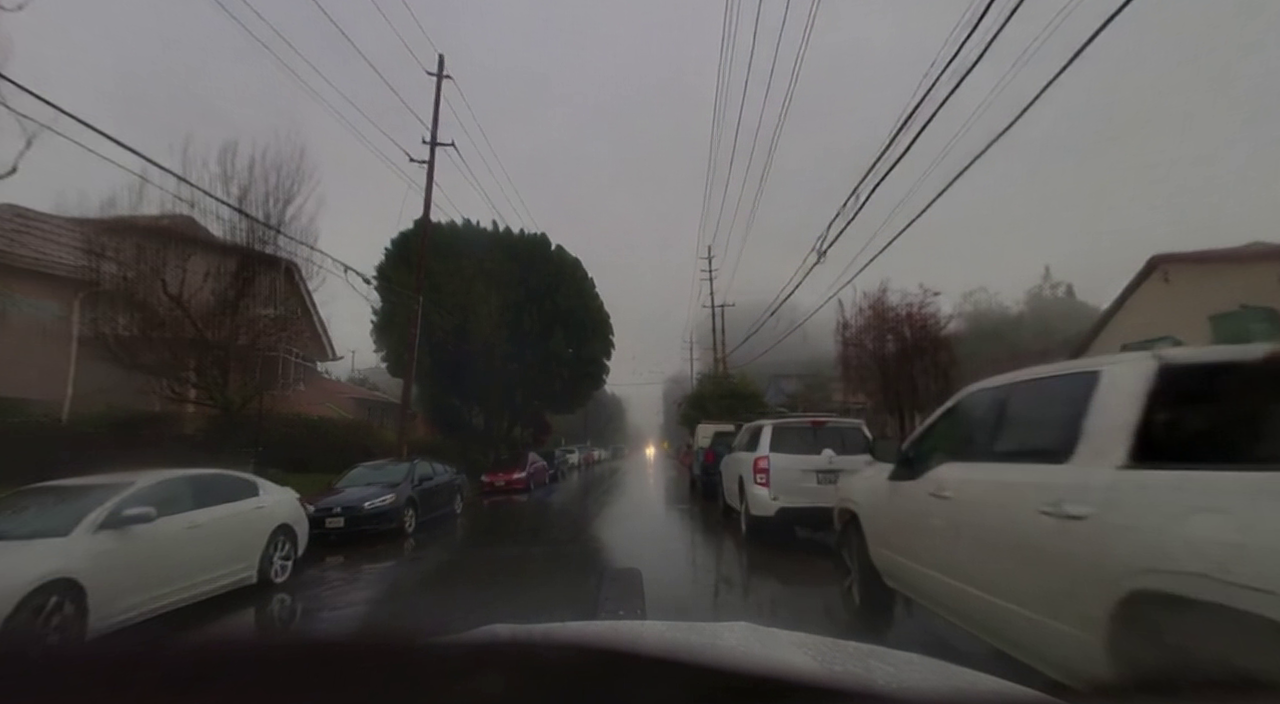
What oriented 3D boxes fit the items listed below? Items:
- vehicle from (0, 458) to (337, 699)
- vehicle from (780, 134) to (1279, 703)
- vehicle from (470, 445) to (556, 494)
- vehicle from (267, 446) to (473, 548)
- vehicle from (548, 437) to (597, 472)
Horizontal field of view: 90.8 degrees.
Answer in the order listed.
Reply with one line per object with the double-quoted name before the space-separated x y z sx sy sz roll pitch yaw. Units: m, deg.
"vehicle" -4.879 1.725 5.701 1.932 1.431 4.198 -1 -8 5
"vehicle" 2.131 0.782 2.667 2.032 1.839 4.597 0 -8 0
"vehicle" -4.403 4.121 22.641 1.988 1.541 4.686 -1 -8 2
"vehicle" -4.737 2.561 11.910 1.796 1.532 4.244 -1 -8 4
"vehicle" -3.966 6.157 38.099 2.280 1.953 5.092 0 -8 1
